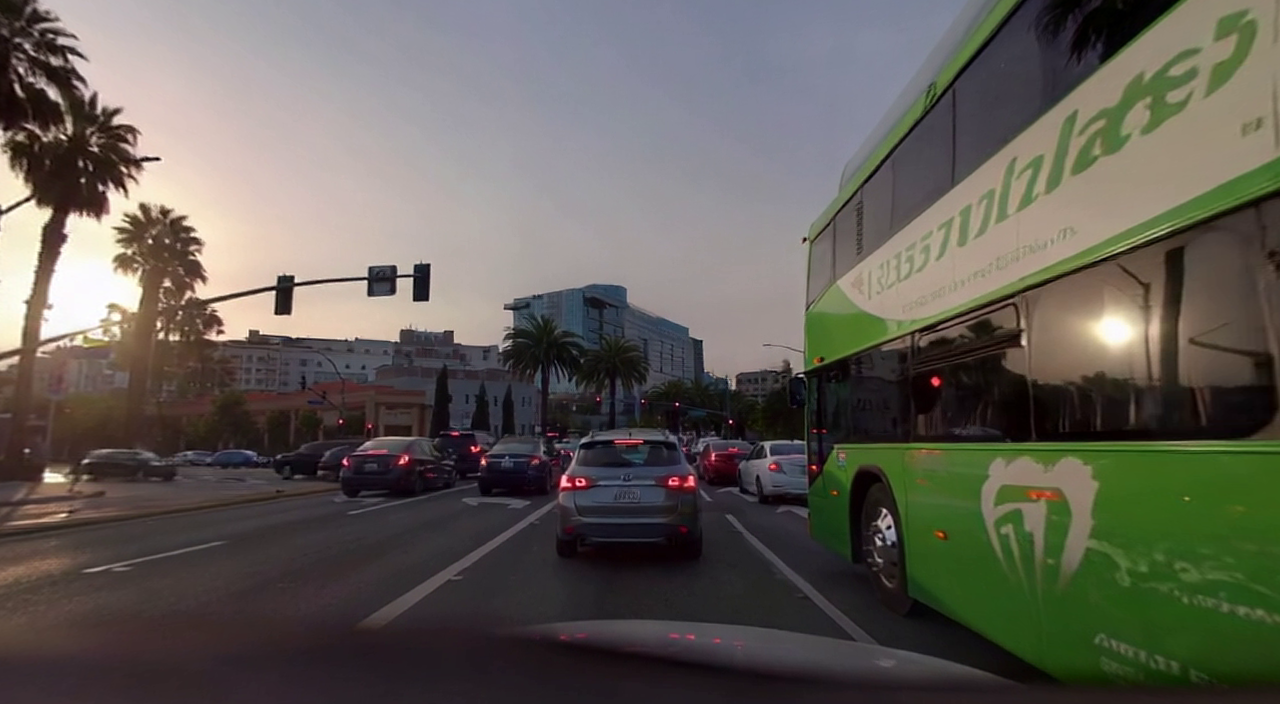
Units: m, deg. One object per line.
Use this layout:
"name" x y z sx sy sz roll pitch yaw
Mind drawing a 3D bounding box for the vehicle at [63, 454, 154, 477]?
"vehicle" -37.829 8.077 45.066 4.630 1.473 1.837 1 -9 -7

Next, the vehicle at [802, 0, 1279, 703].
"vehicle" 3.548 -0.439 1.181 2.970 4.015 13.606 0 -9 0

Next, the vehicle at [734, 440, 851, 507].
"vehicle" 3.690 3.014 16.143 1.989 1.467 4.364 0 -9 1

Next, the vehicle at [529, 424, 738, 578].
"vehicle" -0.079 1.769 8.234 2.060 1.499 3.831 0 -9 0

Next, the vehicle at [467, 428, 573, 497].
"vehicle" -3.267 3.123 18.131 2.020 1.721 4.366 -1 -9 2

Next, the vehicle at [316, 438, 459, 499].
"vehicle" -6.914 3.228 17.987 1.927 1.480 4.832 0 -9 2
